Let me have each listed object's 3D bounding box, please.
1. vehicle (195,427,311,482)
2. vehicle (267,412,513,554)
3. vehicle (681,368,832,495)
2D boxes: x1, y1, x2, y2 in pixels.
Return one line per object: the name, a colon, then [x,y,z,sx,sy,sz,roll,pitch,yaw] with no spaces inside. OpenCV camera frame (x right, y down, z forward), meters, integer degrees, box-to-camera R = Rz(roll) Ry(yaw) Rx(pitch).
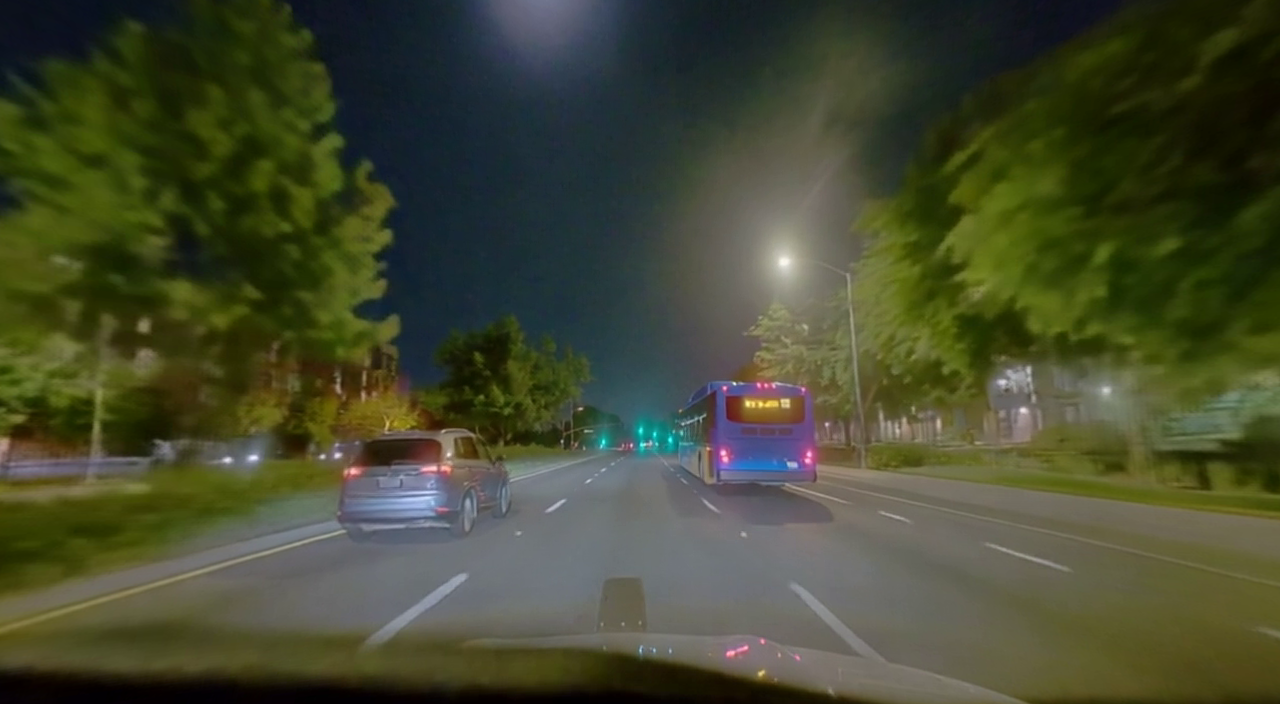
vehicle: [-22.199,5.876,36.461,2.593,2.836,6.122,0,-8,1]
vehicle: [-3.632,1.969,10.214,2.111,1.767,4.333,0,-8,1]
vehicle: [3.449,2.958,22.764,3.072,3.278,12.747,1,-8,0]
